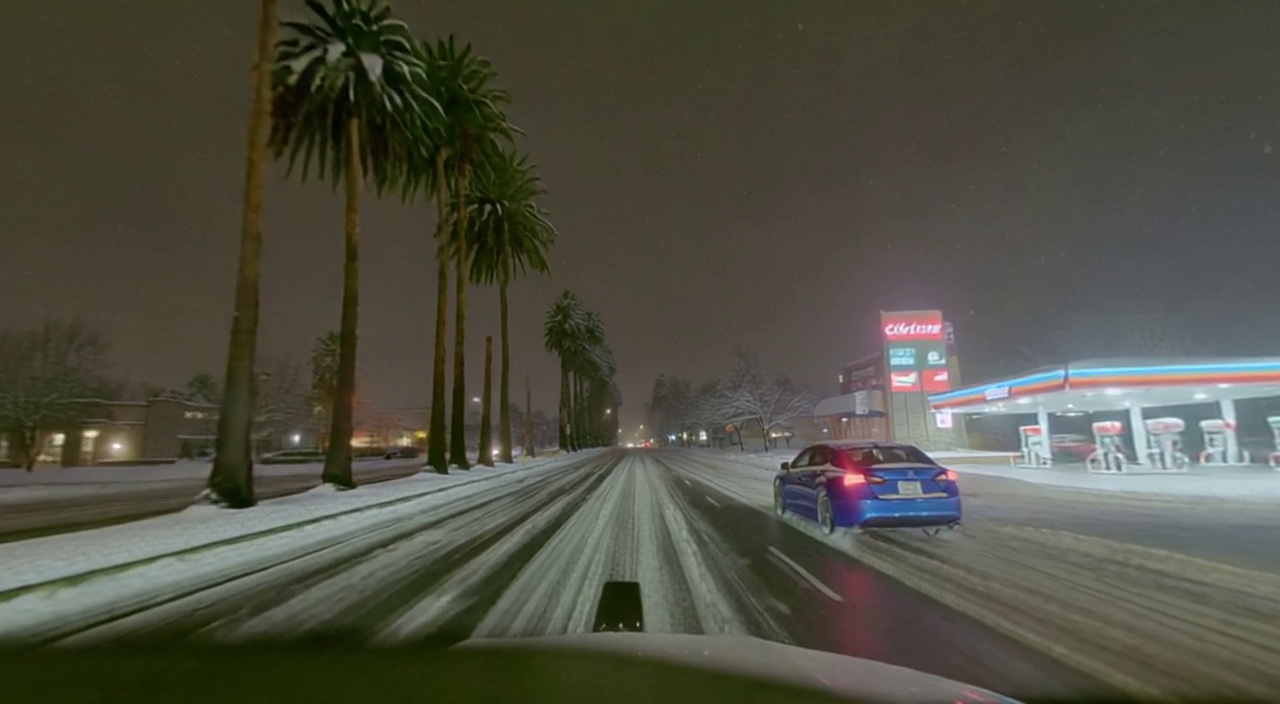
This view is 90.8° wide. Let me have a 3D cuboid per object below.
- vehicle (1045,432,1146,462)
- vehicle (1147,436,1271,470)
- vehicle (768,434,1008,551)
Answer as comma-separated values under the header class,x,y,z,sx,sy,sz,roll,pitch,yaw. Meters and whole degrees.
class,x,y,z,sx,sy,sz,roll,pitch,yaw
vehicle,32.454,6.799,45.161,5.339,1.812,2.175,-3,-9,3
vehicle,28.501,5.073,31.761,4.280,1.637,2.009,0,-9,-2
vehicle,3.547,2.069,10.081,1.978,1.442,4.262,0,-8,-2
